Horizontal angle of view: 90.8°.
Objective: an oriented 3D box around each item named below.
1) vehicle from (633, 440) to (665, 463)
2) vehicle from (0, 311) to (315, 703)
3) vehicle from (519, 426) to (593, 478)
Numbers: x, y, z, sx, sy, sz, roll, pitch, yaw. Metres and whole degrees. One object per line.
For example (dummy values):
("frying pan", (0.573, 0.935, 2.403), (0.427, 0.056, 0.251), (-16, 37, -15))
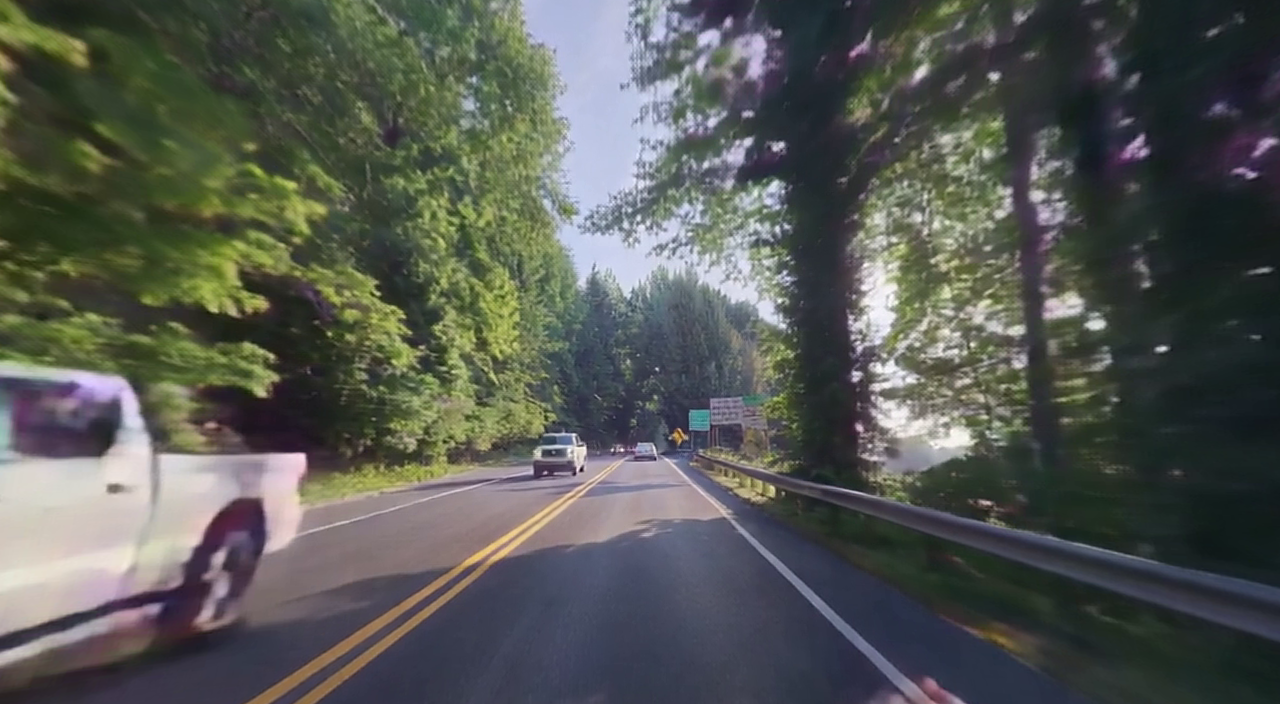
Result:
("vehicle", (0.619, 6.749, 43.042), (2.067, 1.486, 3.861), (0, -9, 0))
("vehicle", (-4.264, 0.832, 2.983), (2.461, 2.030, 5.478), (0, -9, 1))
("vehicle", (-3.664, 4.561, 28.898), (2.441, 2.113, 5.738), (0, -9, 1))
